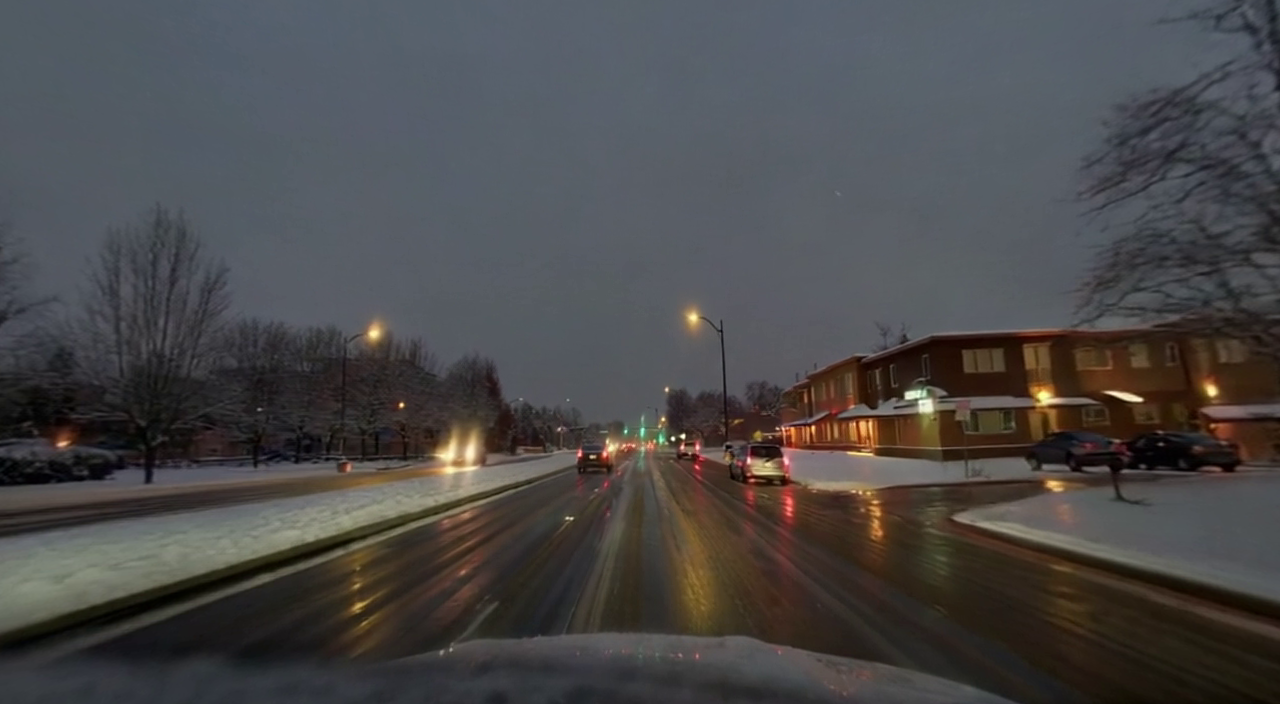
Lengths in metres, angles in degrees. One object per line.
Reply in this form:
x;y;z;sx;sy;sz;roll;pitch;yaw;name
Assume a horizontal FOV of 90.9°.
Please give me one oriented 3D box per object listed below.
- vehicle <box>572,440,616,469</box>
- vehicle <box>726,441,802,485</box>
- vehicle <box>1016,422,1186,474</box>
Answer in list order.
-2.625;6.005;37.126;2.176;1.543;4.335;0;-9;1;vehicle
4.631;4.212;24.198;2.025;1.500;4.465;0;-9;0;vehicle
15.832;3.360;22.060;2.259;1.602;4.606;0;-9;-4;vehicle
